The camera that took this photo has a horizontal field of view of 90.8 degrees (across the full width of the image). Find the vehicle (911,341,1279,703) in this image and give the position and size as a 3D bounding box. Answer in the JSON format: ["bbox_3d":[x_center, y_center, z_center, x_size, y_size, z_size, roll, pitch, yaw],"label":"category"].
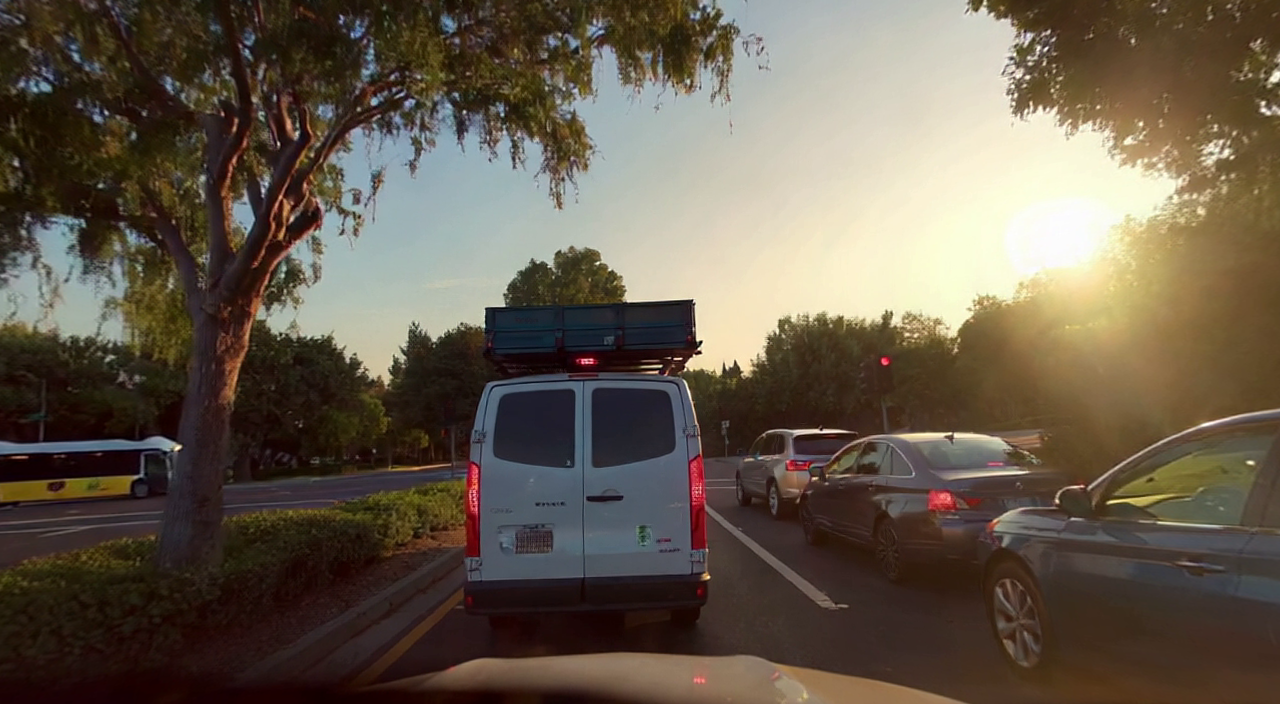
[{"bbox_3d":[3.451,0.941,3.401,1.965,1.671,4.146,0,-9,-3],"label":"vehicle"}]

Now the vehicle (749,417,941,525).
[{"bbox_3d":[3.655,2.213,12.267,2.024,1.692,4.252,1,-9,-4],"label":"vehicle"}]

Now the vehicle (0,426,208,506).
[{"bbox_3d":[-26.648,5.227,28.416,11.969,3.012,2.786,-3,-8,-5],"label":"vehicle"}]

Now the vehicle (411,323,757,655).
[{"bbox_3d":[-0.361,1.162,6.200,2.145,2.089,4.309,0,-9,0],"label":"vehicle"}]
